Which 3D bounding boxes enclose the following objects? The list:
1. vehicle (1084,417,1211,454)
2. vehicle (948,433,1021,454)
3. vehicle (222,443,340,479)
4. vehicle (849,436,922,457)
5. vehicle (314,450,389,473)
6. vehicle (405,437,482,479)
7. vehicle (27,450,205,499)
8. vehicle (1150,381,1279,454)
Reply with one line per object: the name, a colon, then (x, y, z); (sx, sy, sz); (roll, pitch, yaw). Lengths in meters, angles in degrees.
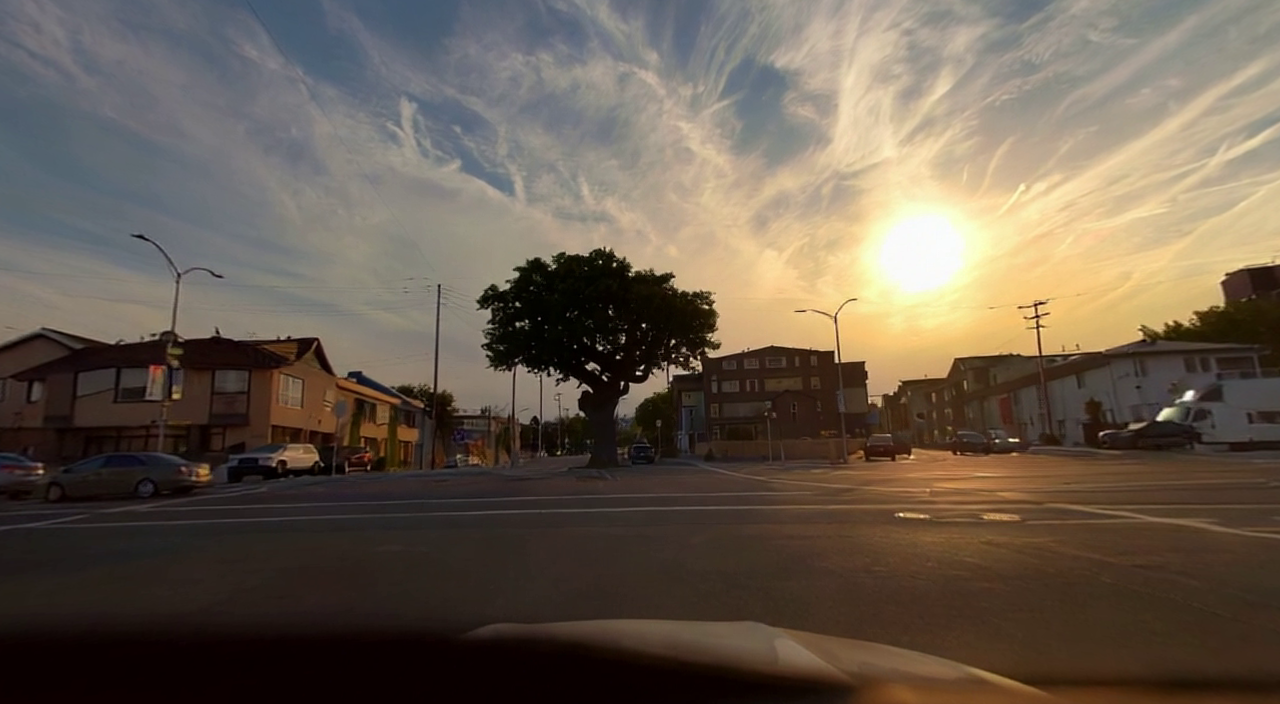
vehicle: (28.933, 4.753, 36.062); (5.277, 2.032, 2.408); (1, -7, -4)
vehicle: (25.594, 6.783, 46.852); (4.323, 1.507, 1.896); (0, -8, -4)
vehicle: (-17.670, 5.345, 31.264); (2.010, 1.583, 4.582); (-6, -10, 34)
vehicle: (18.009, 6.918, 46.384); (4.528, 1.458, 1.939); (1, -7, -4)
vehicle: (-20.141, 7.638, 44.165); (4.277, 1.527, 1.987); (0, -8, -3)
vehicle: (-8.619, 4.651, 28.130); (2.156, 1.620, 4.945); (0, -7, -4)
vehicle: (-16.551, 3.859, 20.018); (4.233, 1.432, 1.755); (-1, -9, 5)
vehicle: (33.185, 3.463, 32.990); (10.986, 3.604, 2.707); (0, -9, -6)
